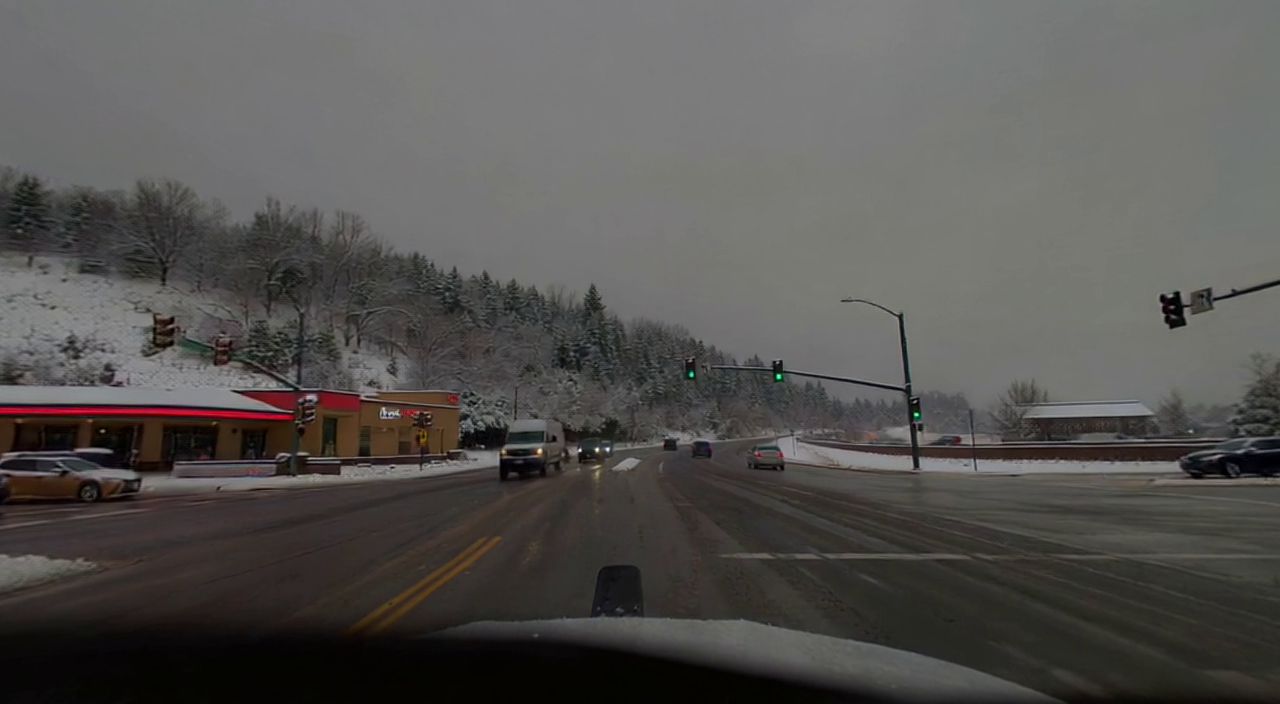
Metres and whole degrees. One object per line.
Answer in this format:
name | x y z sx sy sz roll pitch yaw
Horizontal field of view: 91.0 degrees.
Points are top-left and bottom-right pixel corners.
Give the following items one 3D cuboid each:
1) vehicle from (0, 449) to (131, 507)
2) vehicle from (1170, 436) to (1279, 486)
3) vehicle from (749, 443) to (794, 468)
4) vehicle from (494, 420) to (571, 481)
vehicle | -19.784 4.080 20.585 4.440 1.748 2.033 0 -8 1
vehicle | 25.081 4.463 26.031 4.546 1.944 2.051 1 -9 -5
vehicle | 8.762 6.944 42.374 1.911 1.594 4.378 0 -9 -3
vehicle | -4.304 4.069 26.118 2.196 2.264 5.206 0 -8 1
